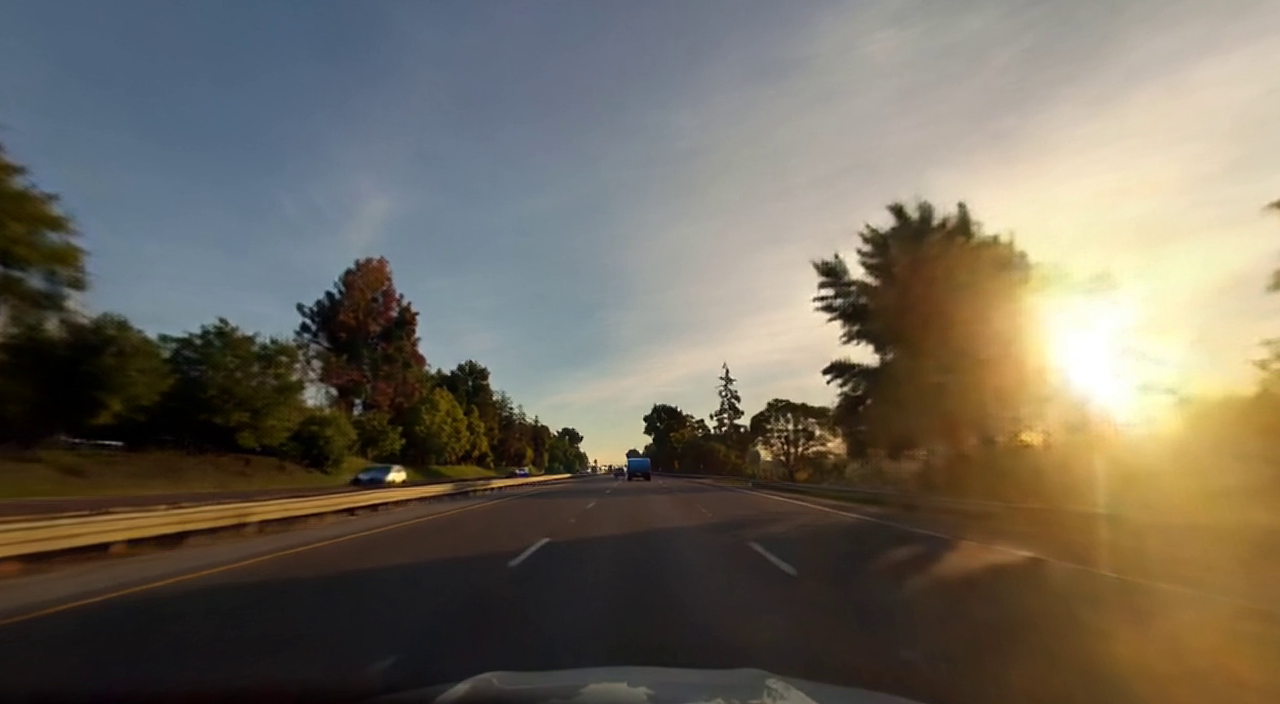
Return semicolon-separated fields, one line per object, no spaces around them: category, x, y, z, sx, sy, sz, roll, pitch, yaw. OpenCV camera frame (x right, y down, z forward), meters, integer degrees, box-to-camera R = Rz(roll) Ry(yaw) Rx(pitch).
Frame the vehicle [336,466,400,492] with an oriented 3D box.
vehicle;-17.092;8.000;39.808;1.955;1.496;4.555;1;-10;0
